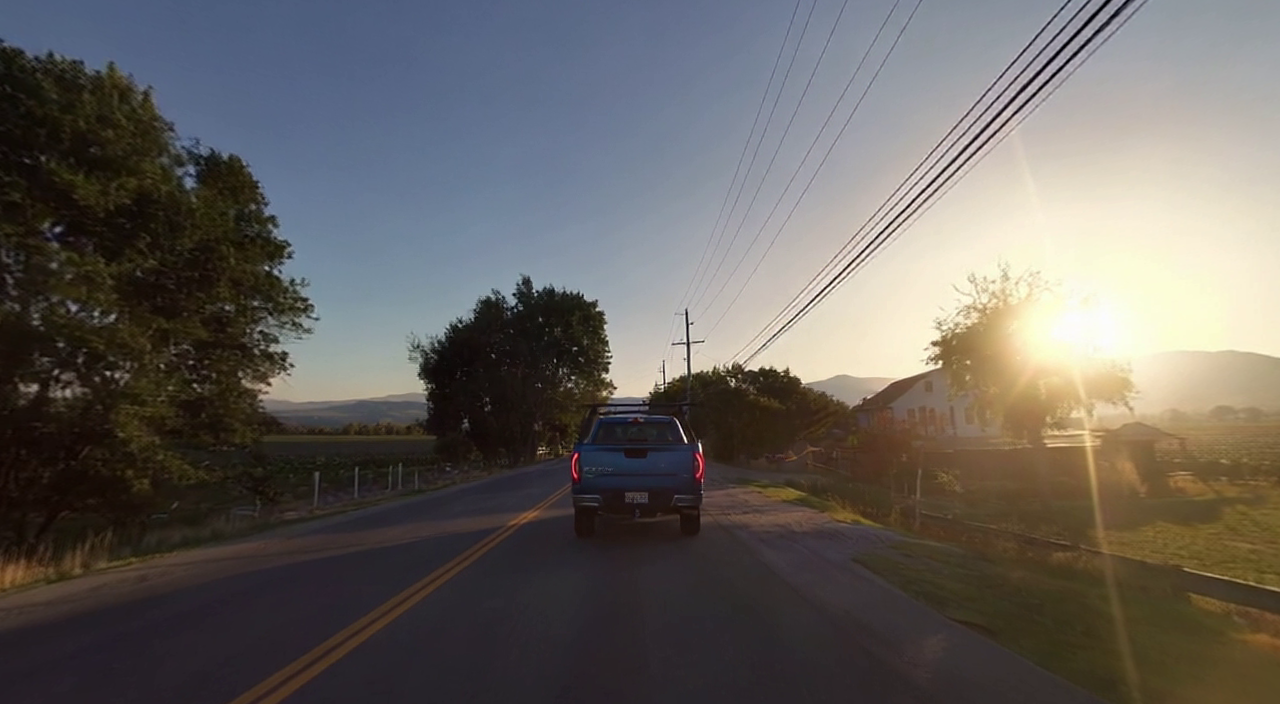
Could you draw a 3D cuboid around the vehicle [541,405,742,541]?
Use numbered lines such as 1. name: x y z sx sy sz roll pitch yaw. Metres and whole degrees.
1. vehicle: -0.061 2.110 11.754 2.774 1.861 5.885 0 -8 -2
